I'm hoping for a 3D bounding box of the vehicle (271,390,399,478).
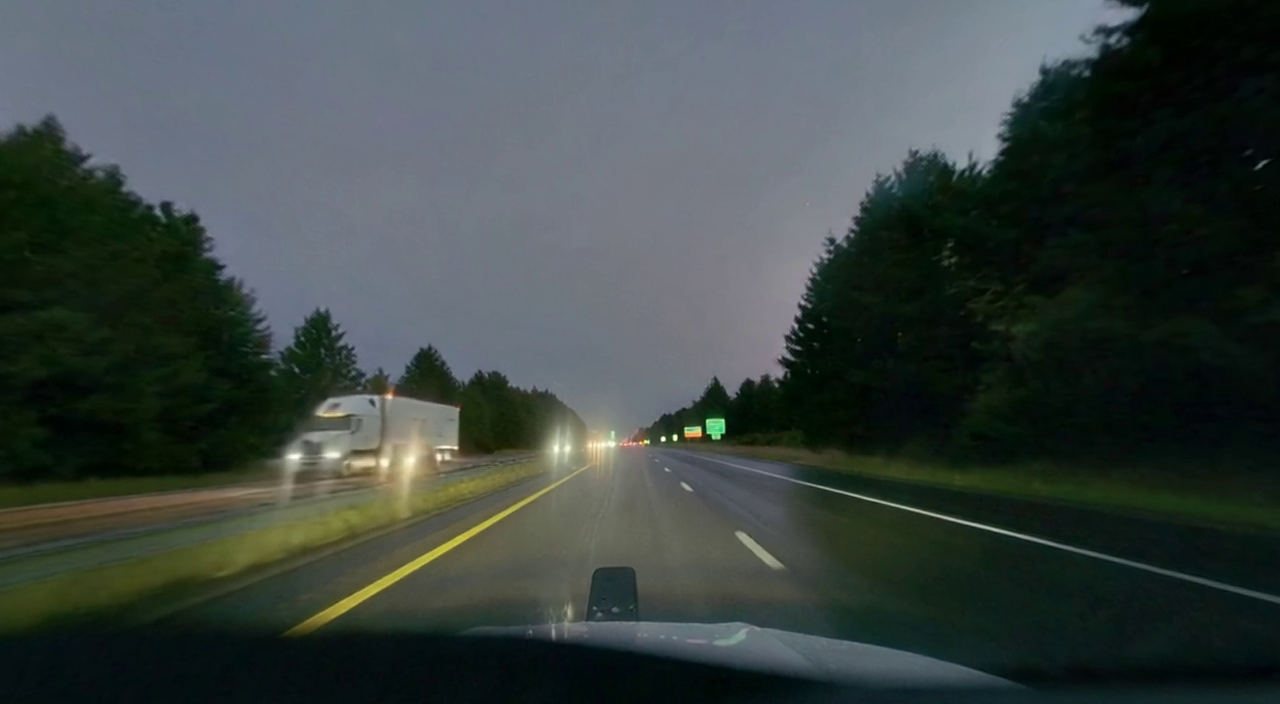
[{"bbox_3d":[-14.173,3.920,29.943,2.960,3.712,6.112,0,-8,0],"label":"vehicle"}]
